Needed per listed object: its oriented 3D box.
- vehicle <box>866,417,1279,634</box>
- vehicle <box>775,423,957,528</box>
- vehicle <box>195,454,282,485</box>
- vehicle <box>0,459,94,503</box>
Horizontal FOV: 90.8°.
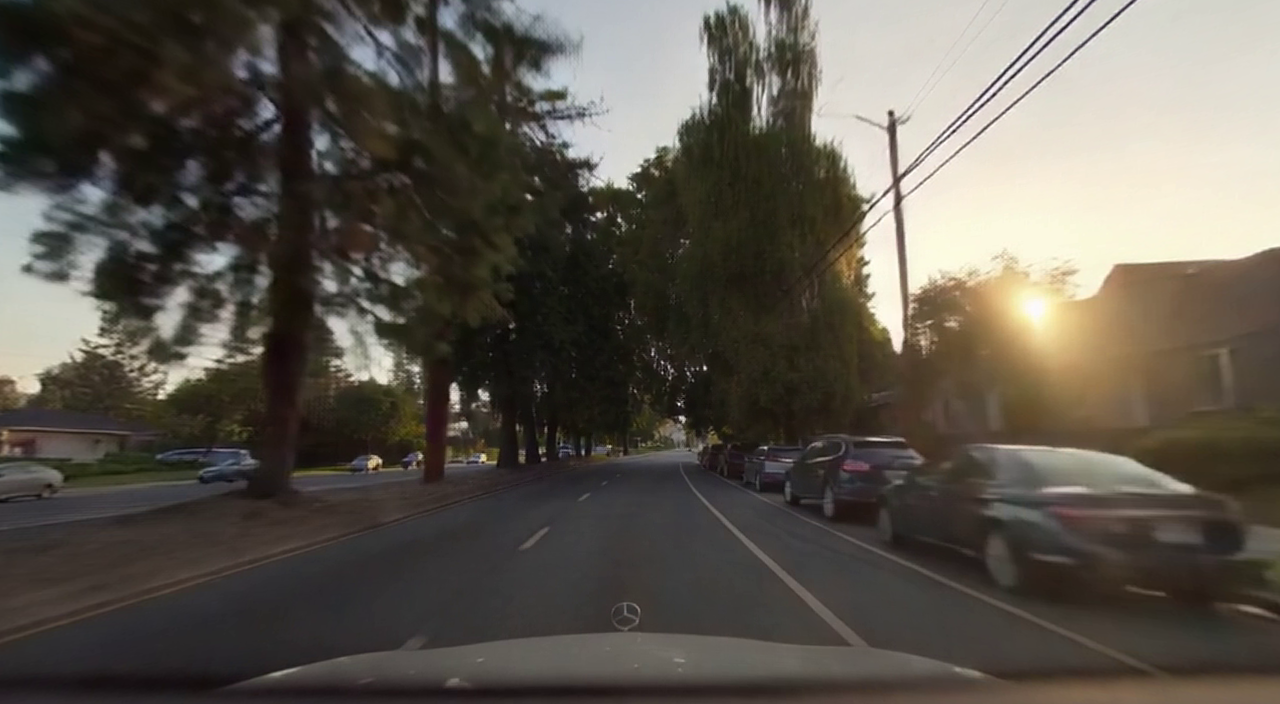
[{"bbox_3d":[4.233,1.602,6.896,1.794,1.560,4.429,0,-9,-1],"label":"vehicle"},{"bbox_3d":[4.286,2.412,12.884,1.978,1.744,4.332,0,-9,-2],"label":"vehicle"},{"bbox_3d":[-23.313,6.815,36.913,1.950,1.466,4.728,-2,-7,1],"label":"vehicle"},{"bbox_3d":[-23.636,4.807,23.780,1.915,1.492,4.565,-1,-9,3],"label":"vehicle"}]
